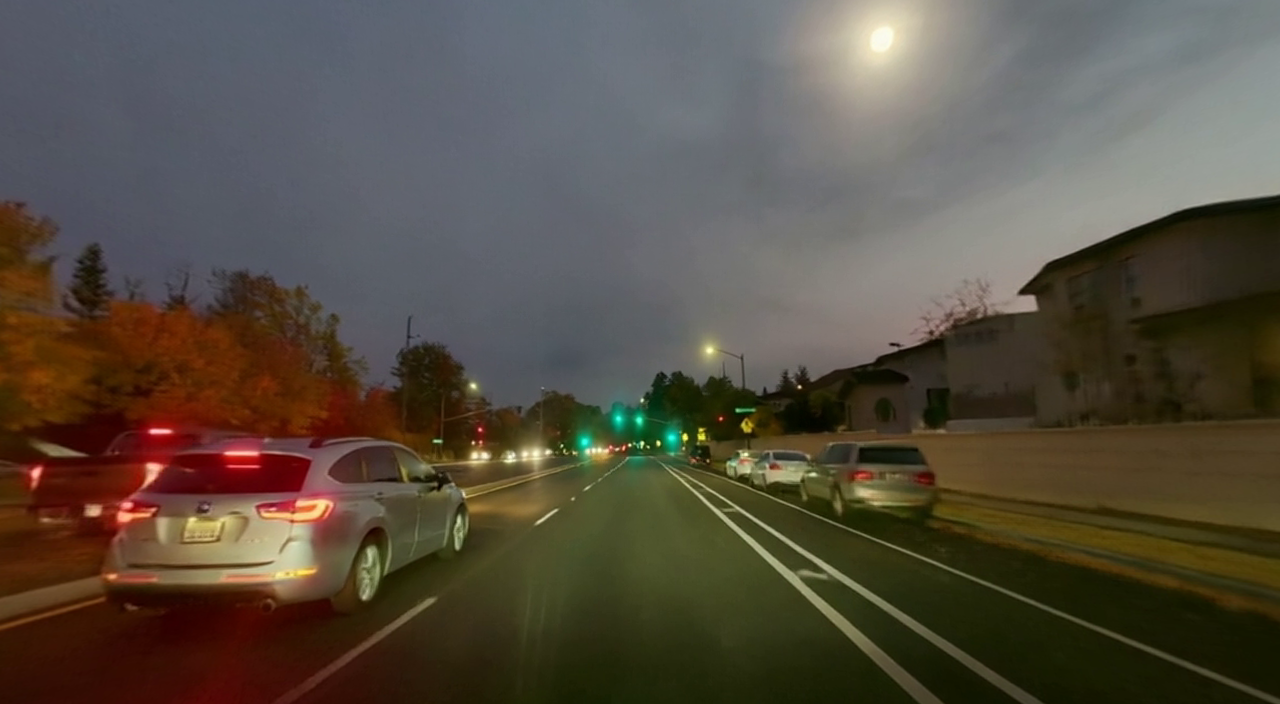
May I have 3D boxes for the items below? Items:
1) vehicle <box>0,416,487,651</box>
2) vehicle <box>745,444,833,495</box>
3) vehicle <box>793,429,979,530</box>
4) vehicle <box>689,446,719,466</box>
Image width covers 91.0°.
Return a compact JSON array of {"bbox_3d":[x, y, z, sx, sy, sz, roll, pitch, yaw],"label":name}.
[{"bbox_3d":[-3.135,1.503,6.339,1.982,1.478,4.465,0,-9,1],"label":"vehicle"},{"bbox_3d":[4.867,3.898,21.282,1.889,1.491,4.614,0,-9,0],"label":"vehicle"},{"bbox_3d":[4.744,2.517,13.001,2.014,1.700,4.369,0,-9,-1],"label":"vehicle"},{"bbox_3d":[4.900,7.997,48.569,1.955,1.499,4.536,0,-9,2],"label":"vehicle"}]
